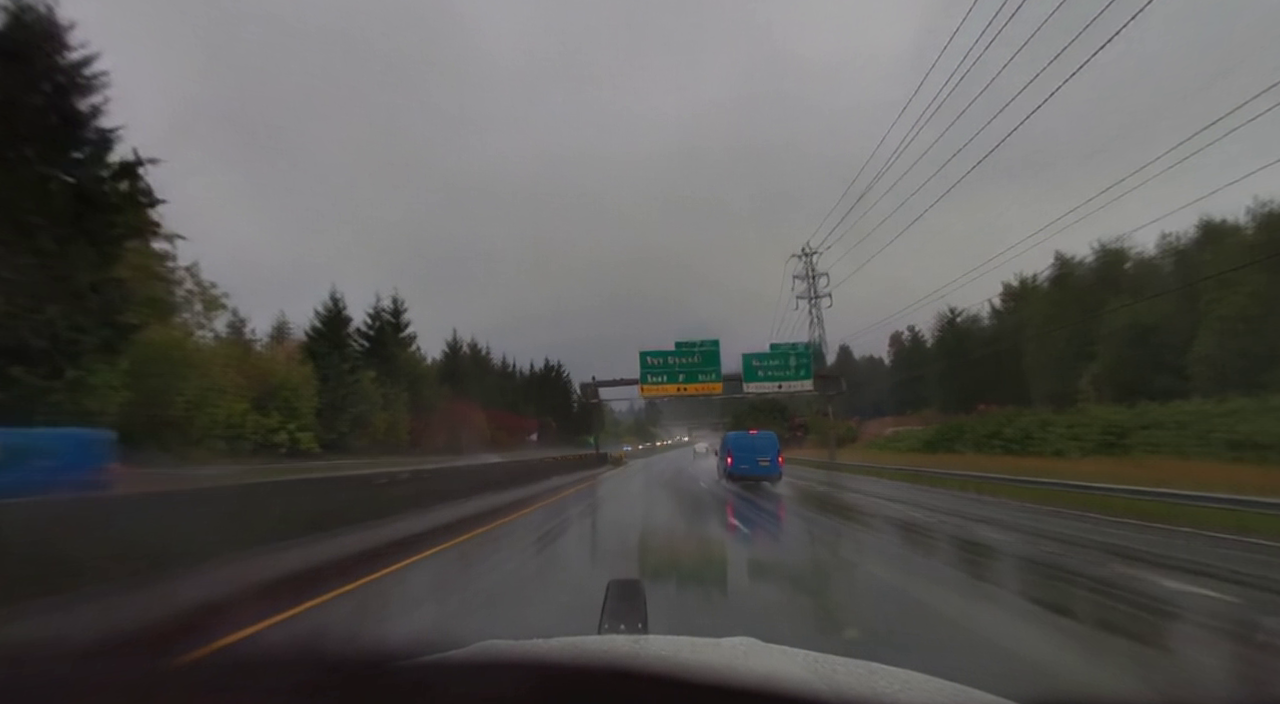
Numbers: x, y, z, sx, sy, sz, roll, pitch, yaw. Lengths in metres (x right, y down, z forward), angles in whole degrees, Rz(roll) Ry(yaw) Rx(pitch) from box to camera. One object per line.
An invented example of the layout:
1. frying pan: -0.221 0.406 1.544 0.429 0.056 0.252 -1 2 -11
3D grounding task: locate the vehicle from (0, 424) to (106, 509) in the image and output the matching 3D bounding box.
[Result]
1. vehicle: -17.415 3.032 16.798 2.055 2.164 4.594 0 -9 4

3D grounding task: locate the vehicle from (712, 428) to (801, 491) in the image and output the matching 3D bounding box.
1. vehicle: 3.950 3.780 22.370 2.261 1.969 5.104 0 -9 1
